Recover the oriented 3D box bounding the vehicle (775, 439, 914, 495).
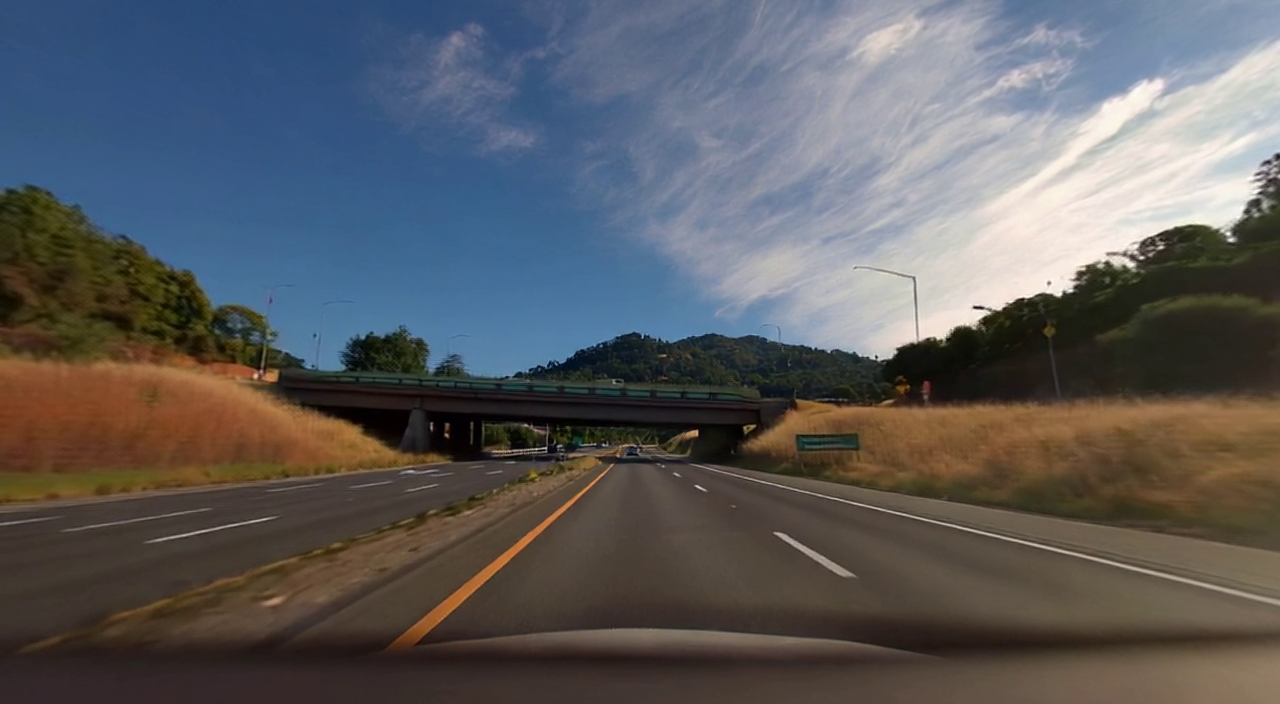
[{"bbox_3d":[7.017,4.068,22.848,2.406,1.702,6.765,1,-9,-4],"label":"vehicle"}]
